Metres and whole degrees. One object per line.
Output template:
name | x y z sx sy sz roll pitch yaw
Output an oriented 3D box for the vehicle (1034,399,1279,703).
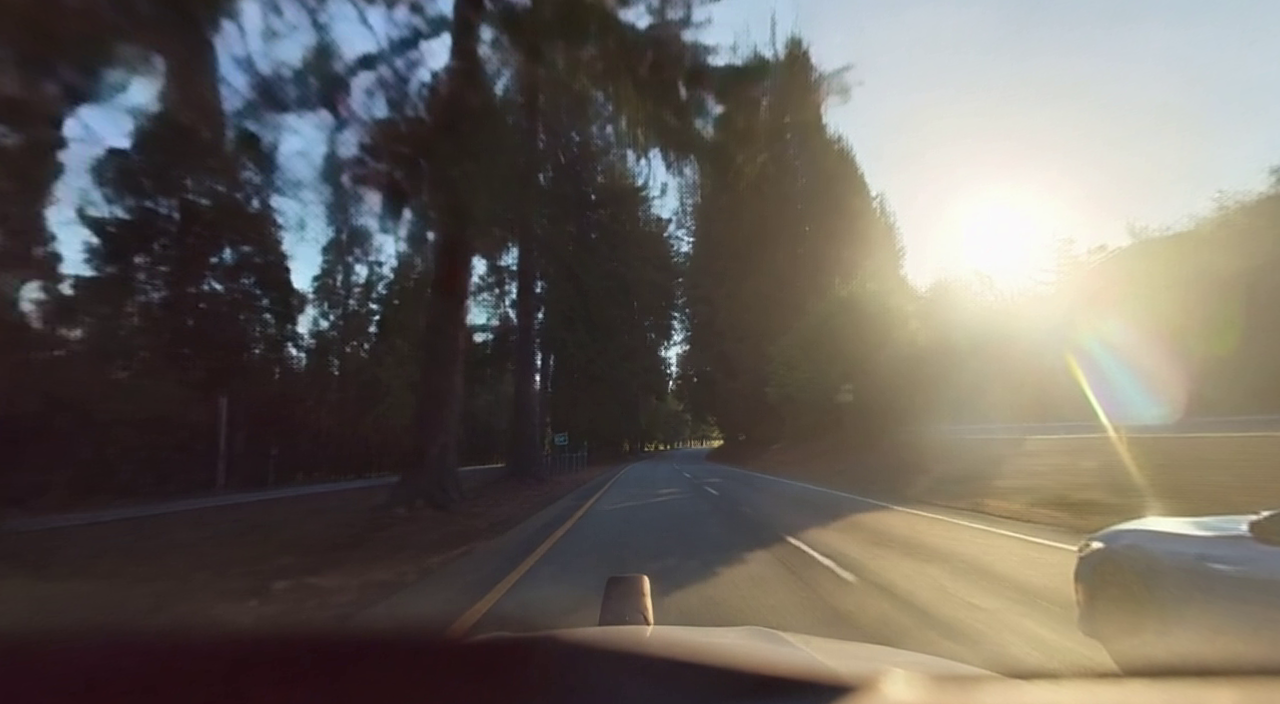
vehicle | 3.446 0.787 1.420 2.061 1.503 4.823 0 -9 1
